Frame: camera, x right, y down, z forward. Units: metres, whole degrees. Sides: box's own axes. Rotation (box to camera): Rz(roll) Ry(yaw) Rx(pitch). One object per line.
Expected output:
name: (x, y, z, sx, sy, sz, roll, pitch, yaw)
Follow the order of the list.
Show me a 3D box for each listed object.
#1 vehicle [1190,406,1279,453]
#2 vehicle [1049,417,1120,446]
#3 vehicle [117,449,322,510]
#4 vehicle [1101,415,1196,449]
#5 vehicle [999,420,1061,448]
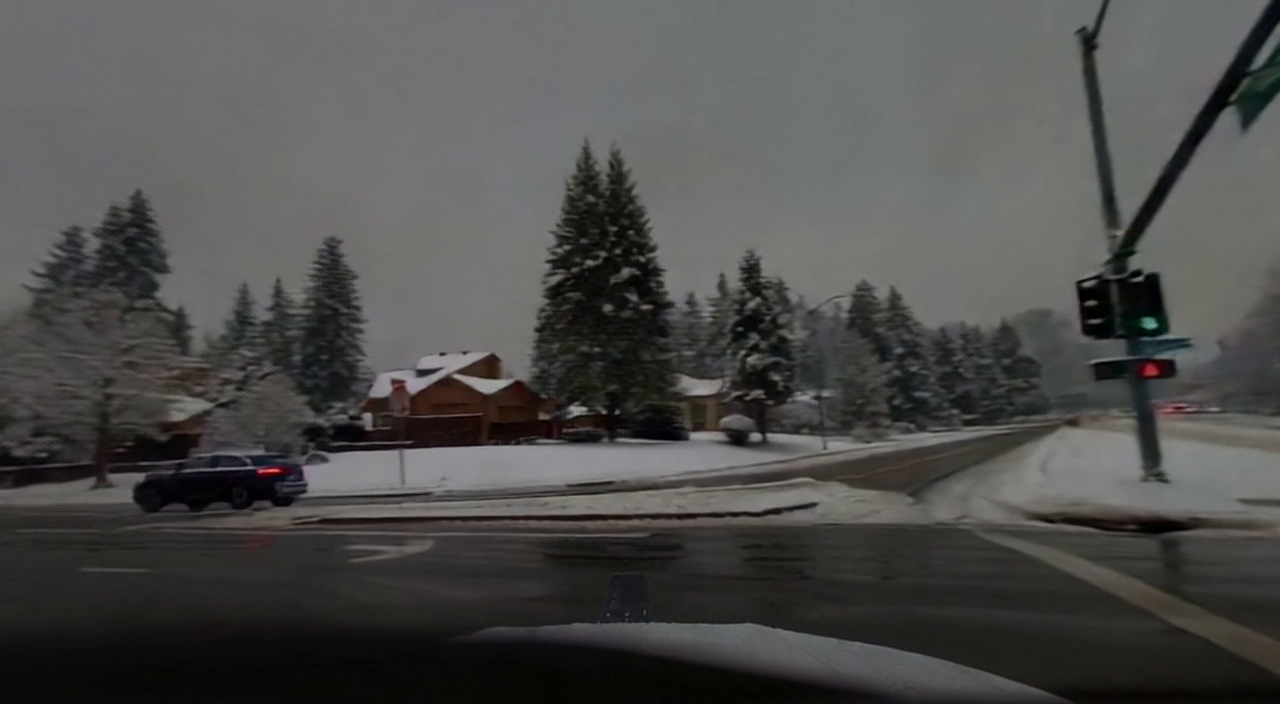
vehicle: (26.364, 3.415, 27.245, 1.963, 1.850, 4.651, -3, -9, 16)
vehicle: (29.496, 5.348, 41.996, 2.176, 1.750, 4.465, -2, -9, 12)
vehicle: (-13.356, 4.047, 20.330, 4.995, 1.798, 2.102, 0, -9, -3)
vehicle: (27.767, 4.441, 34.643, 2.159, 1.734, 4.462, -2, -9, 12)
vehicle: (25.379, 5.406, 41.175, 1.943, 1.702, 4.406, -2, -9, 11)
